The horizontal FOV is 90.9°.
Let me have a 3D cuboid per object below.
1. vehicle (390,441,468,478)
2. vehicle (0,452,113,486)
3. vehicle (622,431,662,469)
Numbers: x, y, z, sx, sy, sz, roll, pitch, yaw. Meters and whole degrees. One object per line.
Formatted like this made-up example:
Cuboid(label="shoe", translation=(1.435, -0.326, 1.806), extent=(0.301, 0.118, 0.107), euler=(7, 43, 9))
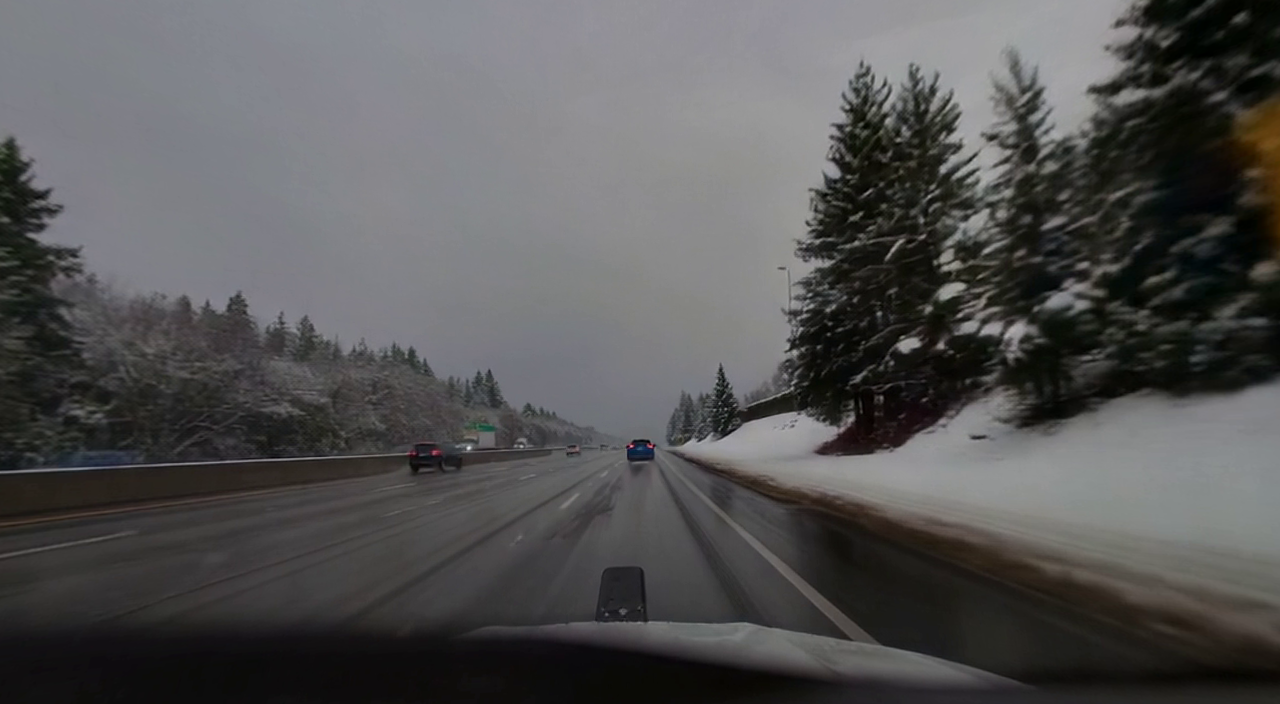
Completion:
Cuboid(label="vehicle", translation=(-10.169, 5.182, 30.805), extent=(2.037, 1.661, 4.885), euler=(0, -8, 1))
Cuboid(label="vehicle", translation=(-30.665, 6.046, 33.019), extent=(1.950, 1.568, 4.772), euler=(0, -8, 1))
Cuboid(label="vehicle", translation=(0.116, 6.027, 38.971), extent=(2.318, 2.145, 4.561), euler=(0, -8, 0))
